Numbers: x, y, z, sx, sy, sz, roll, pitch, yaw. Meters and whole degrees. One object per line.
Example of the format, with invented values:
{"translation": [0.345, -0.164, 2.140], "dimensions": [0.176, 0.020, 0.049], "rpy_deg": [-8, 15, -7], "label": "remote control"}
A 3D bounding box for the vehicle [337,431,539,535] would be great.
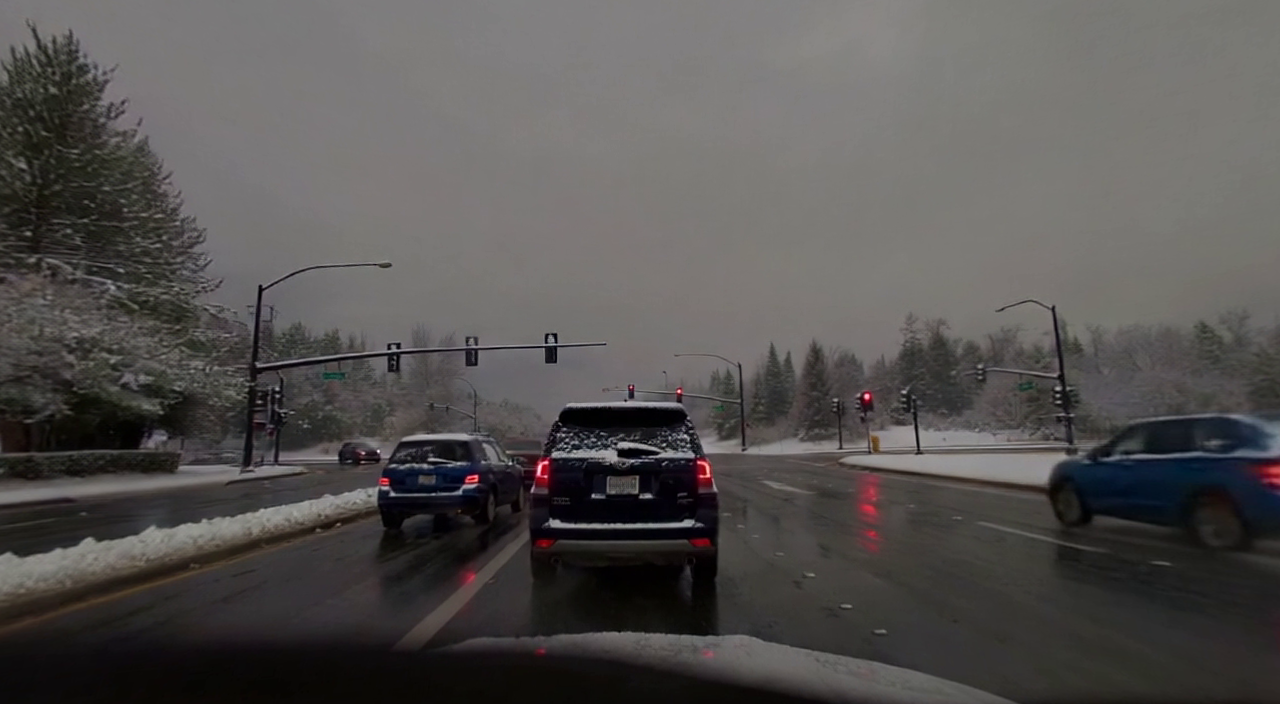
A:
{"translation": [-3.367, 2.293, 11.837], "dimensions": [2.061, 1.504, 5.142], "rpy_deg": [0, -8, 0], "label": "vehicle"}

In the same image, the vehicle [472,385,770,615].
{"translation": [-0.157, 1.450, 7.050], "dimensions": [2.298, 1.770, 4.138], "rpy_deg": [0, -8, 0], "label": "vehicle"}

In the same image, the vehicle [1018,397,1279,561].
{"translation": [7.981, 1.696, 9.050], "dimensions": [2.166, 1.761, 4.692], "rpy_deg": [0, -8, 0], "label": "vehicle"}
